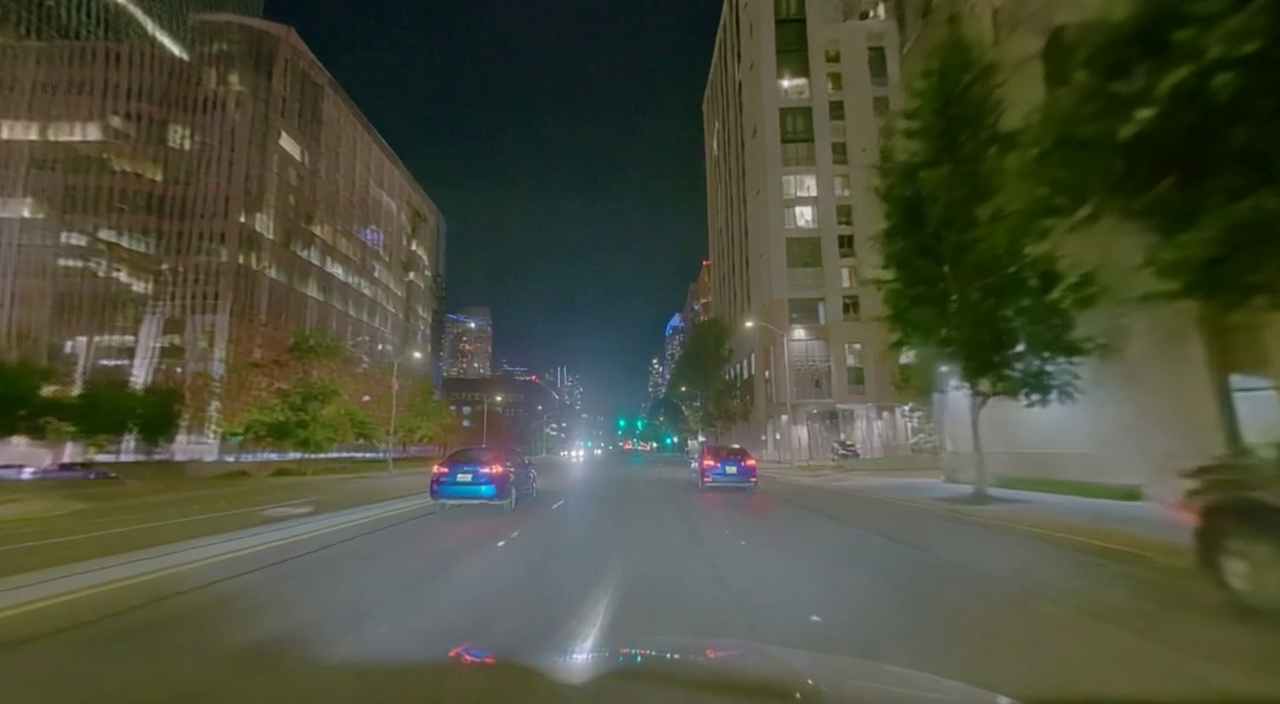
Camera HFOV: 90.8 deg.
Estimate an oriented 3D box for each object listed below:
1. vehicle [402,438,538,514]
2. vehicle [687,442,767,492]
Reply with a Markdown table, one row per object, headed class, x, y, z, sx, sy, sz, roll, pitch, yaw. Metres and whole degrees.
| class | x | y | z | sx | sy | sz | roll | pitch | yaw |
| --- | --- | --- | --- | --- | --- | --- | --- | --- | --- |
| vehicle | -3.805 | 2.857 | 15.007 | 2.062 | 1.527 | 4.044 | 0 | -9 | 0 |
| vehicle | 2.786 | 3.803 | 21.224 | 1.978 | 1.471 | 4.426 | 0 | -9 | -1 |
